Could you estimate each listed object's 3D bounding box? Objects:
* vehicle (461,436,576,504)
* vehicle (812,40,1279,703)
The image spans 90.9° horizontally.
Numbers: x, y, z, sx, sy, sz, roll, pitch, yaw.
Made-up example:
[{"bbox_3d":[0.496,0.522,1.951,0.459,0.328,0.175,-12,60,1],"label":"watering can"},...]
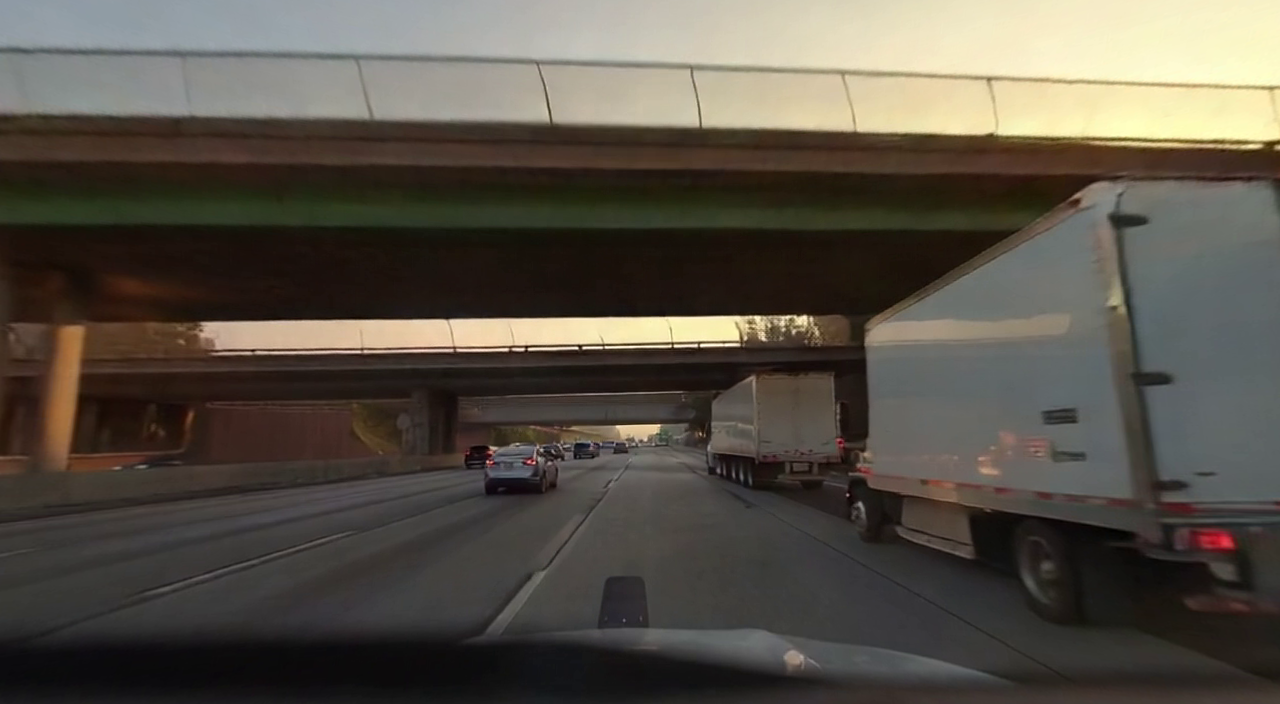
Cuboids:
[{"bbox_3d":[-2.890,2.904,16.027,1.981,1.473,4.317,0,-8,1],"label":"vehicle"},{"bbox_3d":[4.011,0.679,5.762,2.732,3.052,7.118,0,-8,-1],"label":"vehicle"}]
